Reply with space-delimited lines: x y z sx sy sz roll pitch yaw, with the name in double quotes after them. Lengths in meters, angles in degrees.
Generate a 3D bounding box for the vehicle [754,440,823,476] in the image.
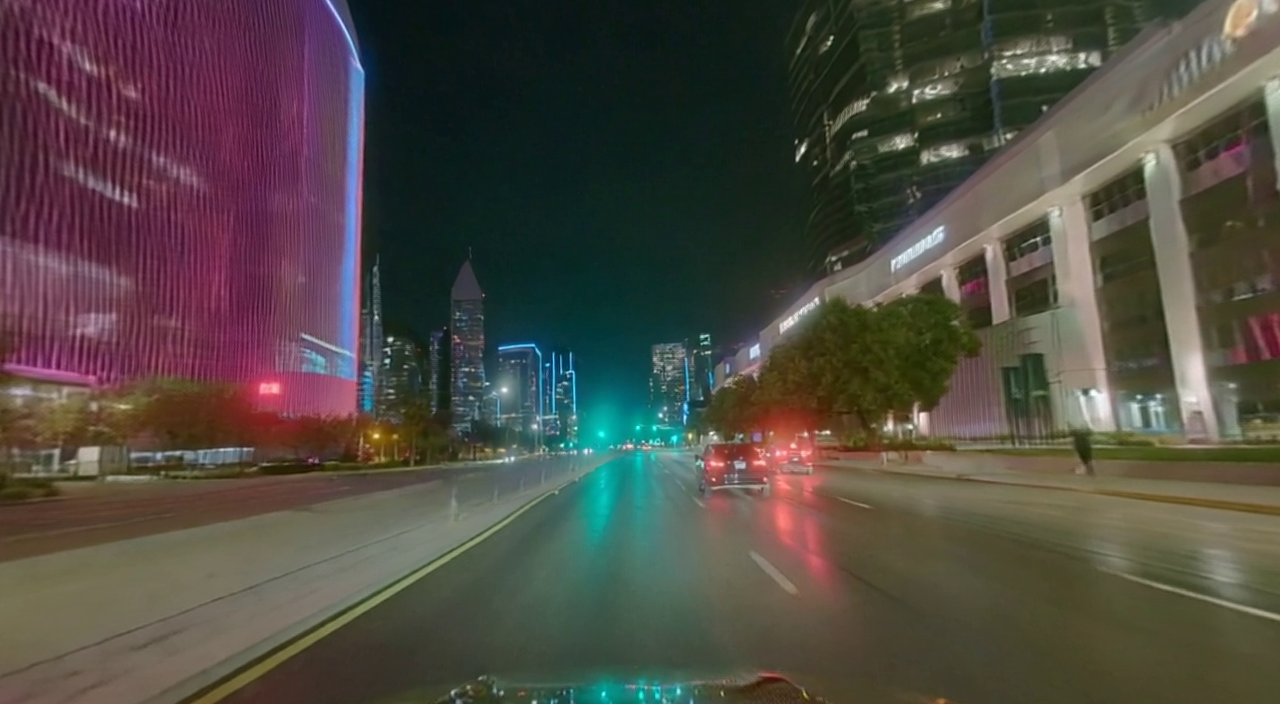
6.370 4.575 27.608 1.912 1.411 4.380 0 -8 0 "vehicle"

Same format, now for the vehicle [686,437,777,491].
2.754 3.505 20.183 2.131 1.491 4.496 0 -8 -1 "vehicle"
